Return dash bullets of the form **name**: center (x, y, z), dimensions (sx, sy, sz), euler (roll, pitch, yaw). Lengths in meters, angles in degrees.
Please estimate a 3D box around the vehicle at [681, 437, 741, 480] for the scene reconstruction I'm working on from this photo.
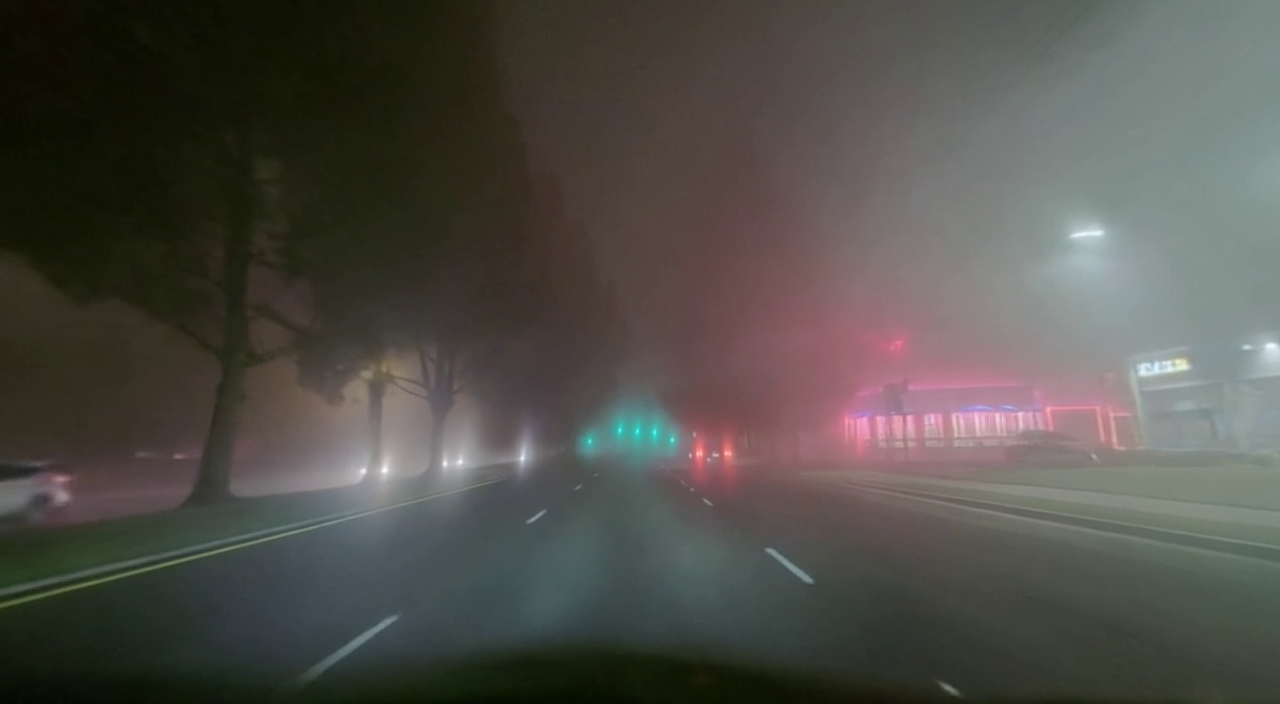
- **vehicle**: center (3.093, 4.745, 28.239), dimensions (2.083, 1.743, 4.354), euler (0, -8, -1)

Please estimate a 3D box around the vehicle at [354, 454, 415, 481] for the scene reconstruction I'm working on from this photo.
- **vehicle**: center (-15.869, 7.168, 39.329), dimensions (1.971, 1.475, 4.318), euler (0, -8, 0)
